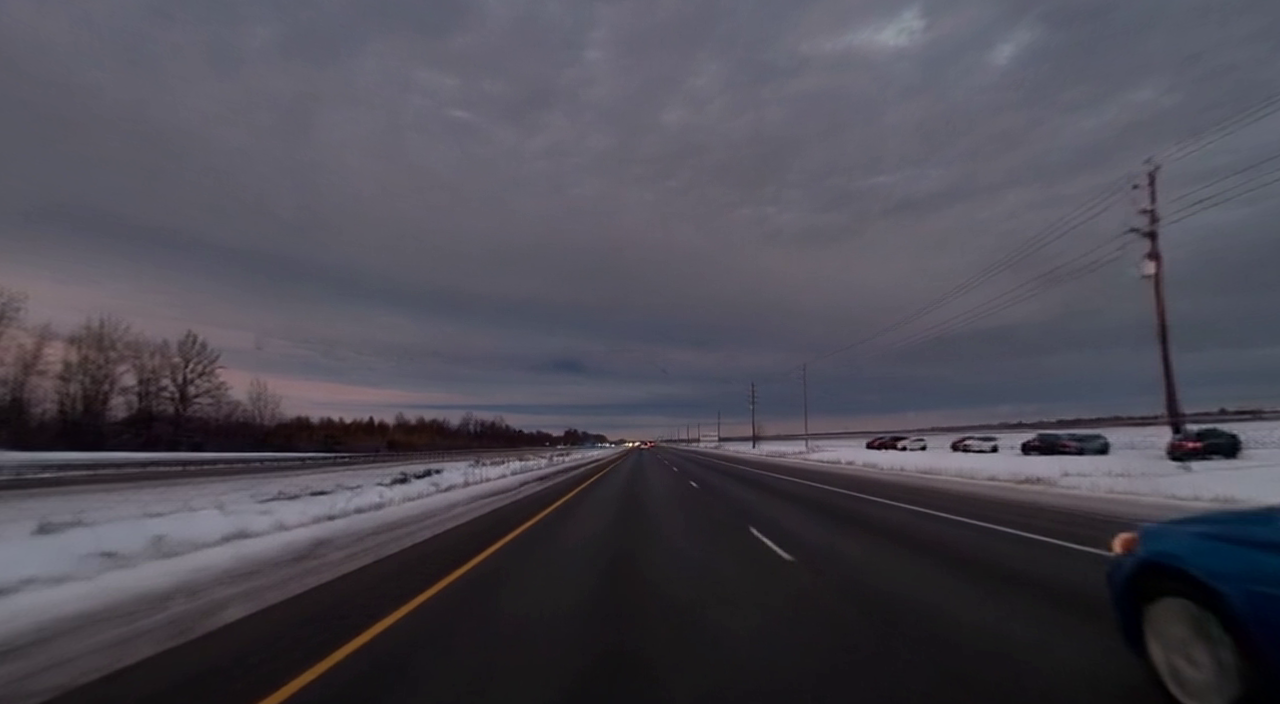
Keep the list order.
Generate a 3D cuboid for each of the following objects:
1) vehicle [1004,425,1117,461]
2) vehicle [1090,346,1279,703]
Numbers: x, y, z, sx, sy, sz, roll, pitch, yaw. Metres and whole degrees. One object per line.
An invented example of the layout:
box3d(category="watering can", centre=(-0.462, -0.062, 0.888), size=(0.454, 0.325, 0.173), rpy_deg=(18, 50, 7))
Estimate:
box3d(category="vehicle", centre=(32.106, 7.034, 48.672), size=(2.717, 2.508, 8.501), rpy_deg=(0, -9, -1))
box3d(category="vehicle", centre=(3.510, 0.603, 1.070), size=(2.044, 1.658, 4.640), rpy_deg=(0, -8, 0))
